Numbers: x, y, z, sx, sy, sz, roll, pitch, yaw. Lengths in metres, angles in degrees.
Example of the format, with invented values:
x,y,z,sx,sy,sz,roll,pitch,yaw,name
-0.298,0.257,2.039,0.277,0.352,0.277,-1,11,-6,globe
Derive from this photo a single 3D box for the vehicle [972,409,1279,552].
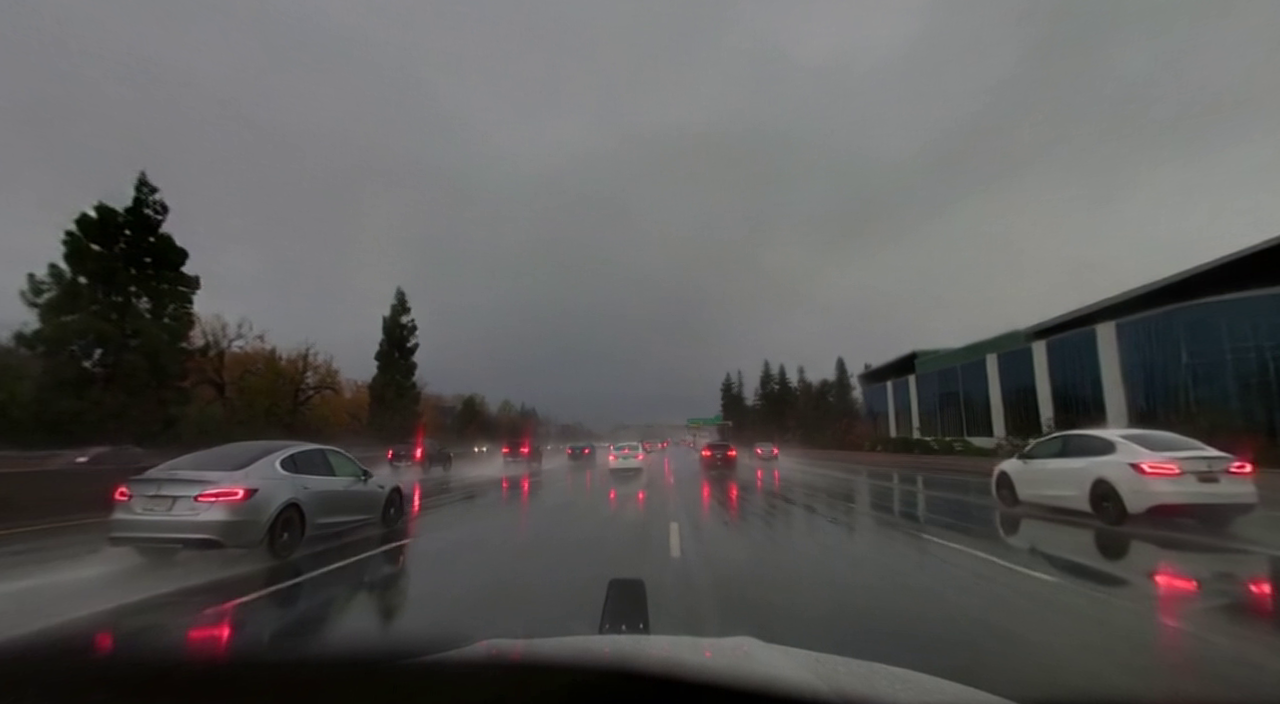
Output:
x,y,z,sx,sy,sz,roll,pitch,yaw,name
7.767,1.940,10.294,1.960,1.726,5.016,0,-8,1,vehicle

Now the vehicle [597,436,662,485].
x,y,z,sx,sy,sz,roll,pitch,yaw,name
-0.294,4.004,23.649,2.102,1.624,4.257,-1,-8,3,vehicle

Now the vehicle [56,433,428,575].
x,y,z,sx,sy,sz,roll,pitch,yaw,name
-5.016,1.950,9.037,2.116,1.473,4.644,-1,-8,4,vehicle

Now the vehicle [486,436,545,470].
x,y,z,sx,sy,sz,roll,pitch,yaw,name
-7.318,6.001,37.618,2.187,1.851,5.085,-1,-8,4,vehicle

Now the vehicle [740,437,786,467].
x,y,z,sx,sy,sz,roll,pitch,yaw,name
7.827,6.378,40.466,2.071,1.754,4.484,-1,-8,1,vehicle

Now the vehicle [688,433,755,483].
x,y,z,sx,sy,sz,roll,pitch,yaw,name
3.025,4.031,24.323,2.114,1.715,4.136,-1,-8,2,vehicle

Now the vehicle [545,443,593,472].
x,y,z,sx,sy,sz,roll,pitch,yaw,name
-3.797,5.683,34.374,1.886,1.455,4.148,-1,-8,3,vehicle
